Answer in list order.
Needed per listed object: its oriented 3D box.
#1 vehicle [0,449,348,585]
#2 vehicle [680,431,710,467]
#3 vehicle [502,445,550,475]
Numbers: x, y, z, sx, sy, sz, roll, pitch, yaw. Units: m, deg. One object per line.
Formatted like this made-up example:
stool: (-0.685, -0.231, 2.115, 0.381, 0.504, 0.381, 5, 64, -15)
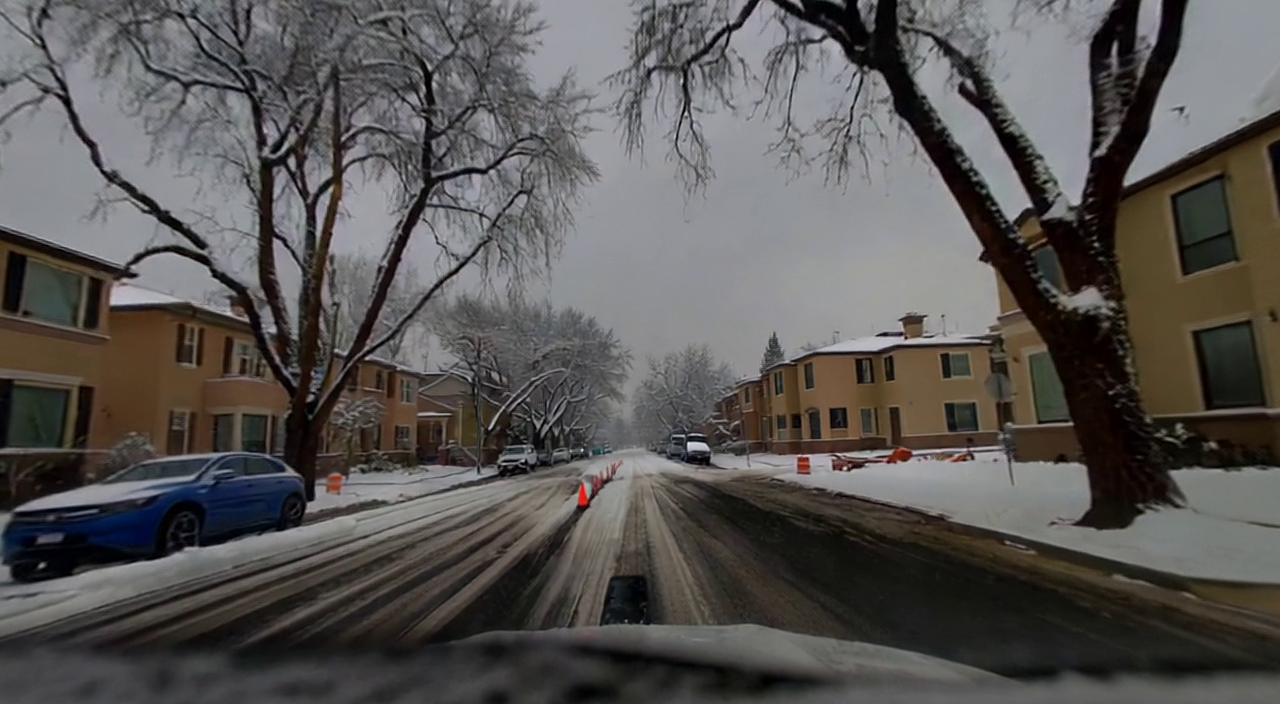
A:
vehicle: (-6.515, 2.194, 9.327, 2.137, 1.481, 4.503, -1, -9, 2)
vehicle: (4.121, 7.277, 47.437, 2.082, 2.534, 3.248, -1, -8, 3)
vehicle: (-6.542, 6.231, 36.594, 1.957, 1.608, 4.476, 0, -9, -1)
